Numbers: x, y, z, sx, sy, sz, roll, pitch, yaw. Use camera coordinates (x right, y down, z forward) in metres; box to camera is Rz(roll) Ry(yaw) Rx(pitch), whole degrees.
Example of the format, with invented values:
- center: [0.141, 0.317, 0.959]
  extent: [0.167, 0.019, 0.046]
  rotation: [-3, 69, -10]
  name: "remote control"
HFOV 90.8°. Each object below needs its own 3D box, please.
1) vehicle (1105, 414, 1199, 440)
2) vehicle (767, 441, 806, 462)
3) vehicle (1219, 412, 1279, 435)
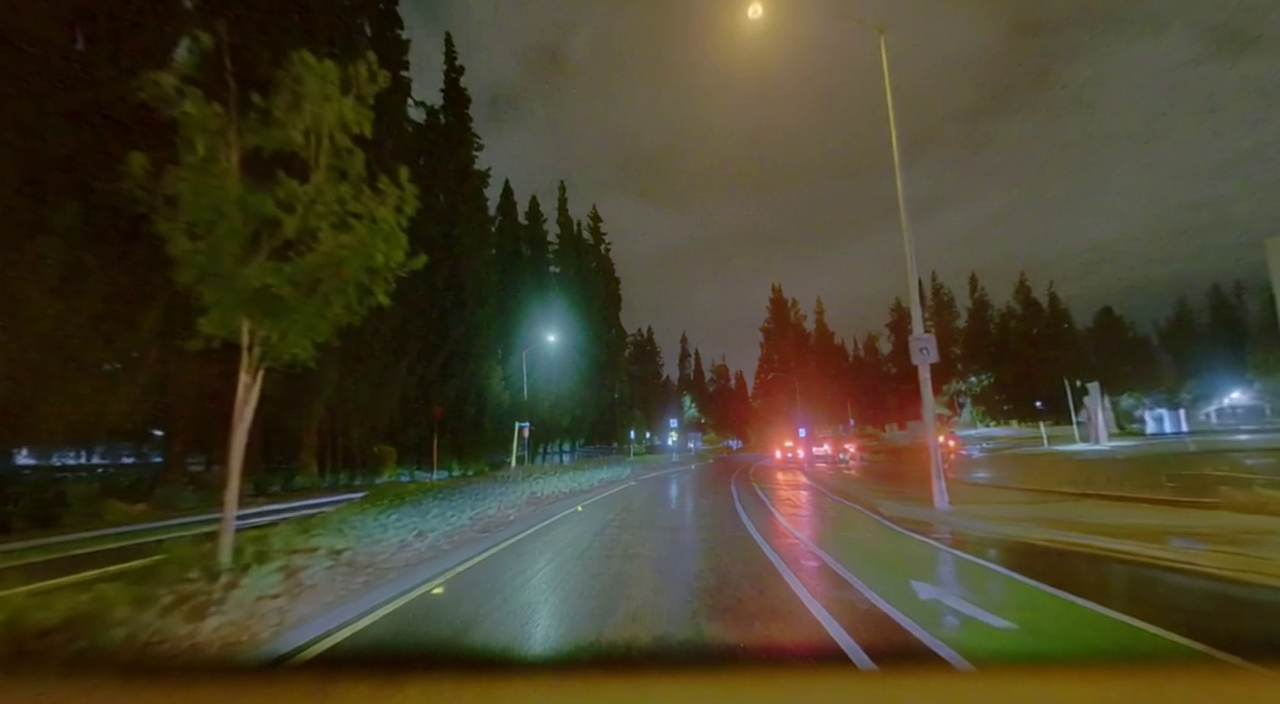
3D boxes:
- center: [33.488, 4.942, 41.376]
  extent: [4.615, 1.610, 2.040]
  rotation: [1, -9, -7]
  name: "vehicle"
- center: [11.037, 7.449, 47.430]
  extent: [2.109, 1.490, 4.619]
  rotation: [-4, -9, 22]
  name: "vehicle"
- center: [41.153, 4.714, 41.580]
  extent: [4.406, 1.461, 1.851]
  rotation: [1, -8, -6]
  name: "vehicle"
